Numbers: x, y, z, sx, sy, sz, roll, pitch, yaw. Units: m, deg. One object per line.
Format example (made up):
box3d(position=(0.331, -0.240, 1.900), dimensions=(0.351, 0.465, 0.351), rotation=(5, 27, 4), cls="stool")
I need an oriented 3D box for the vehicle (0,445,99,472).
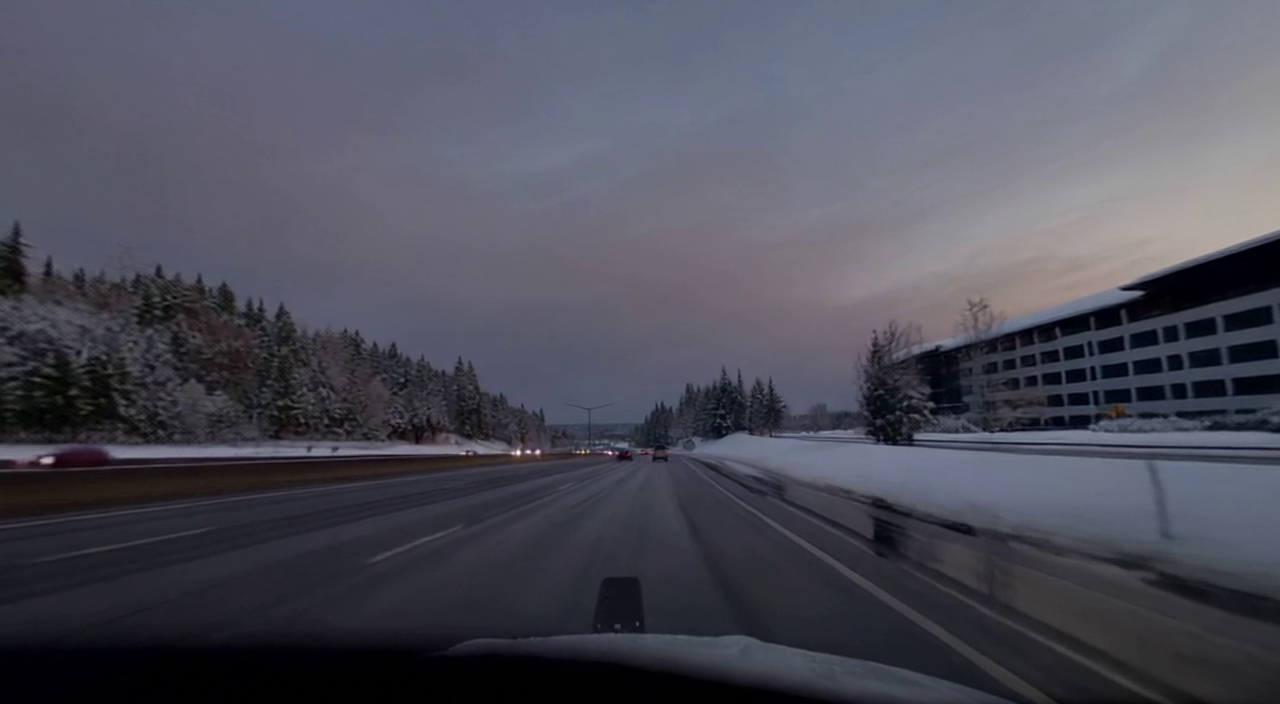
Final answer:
box3d(position=(-34.997, 6.258, 37.326), dimensions=(1.827, 1.461, 4.484), rotation=(-1, -8, 6), cls="vehicle")
